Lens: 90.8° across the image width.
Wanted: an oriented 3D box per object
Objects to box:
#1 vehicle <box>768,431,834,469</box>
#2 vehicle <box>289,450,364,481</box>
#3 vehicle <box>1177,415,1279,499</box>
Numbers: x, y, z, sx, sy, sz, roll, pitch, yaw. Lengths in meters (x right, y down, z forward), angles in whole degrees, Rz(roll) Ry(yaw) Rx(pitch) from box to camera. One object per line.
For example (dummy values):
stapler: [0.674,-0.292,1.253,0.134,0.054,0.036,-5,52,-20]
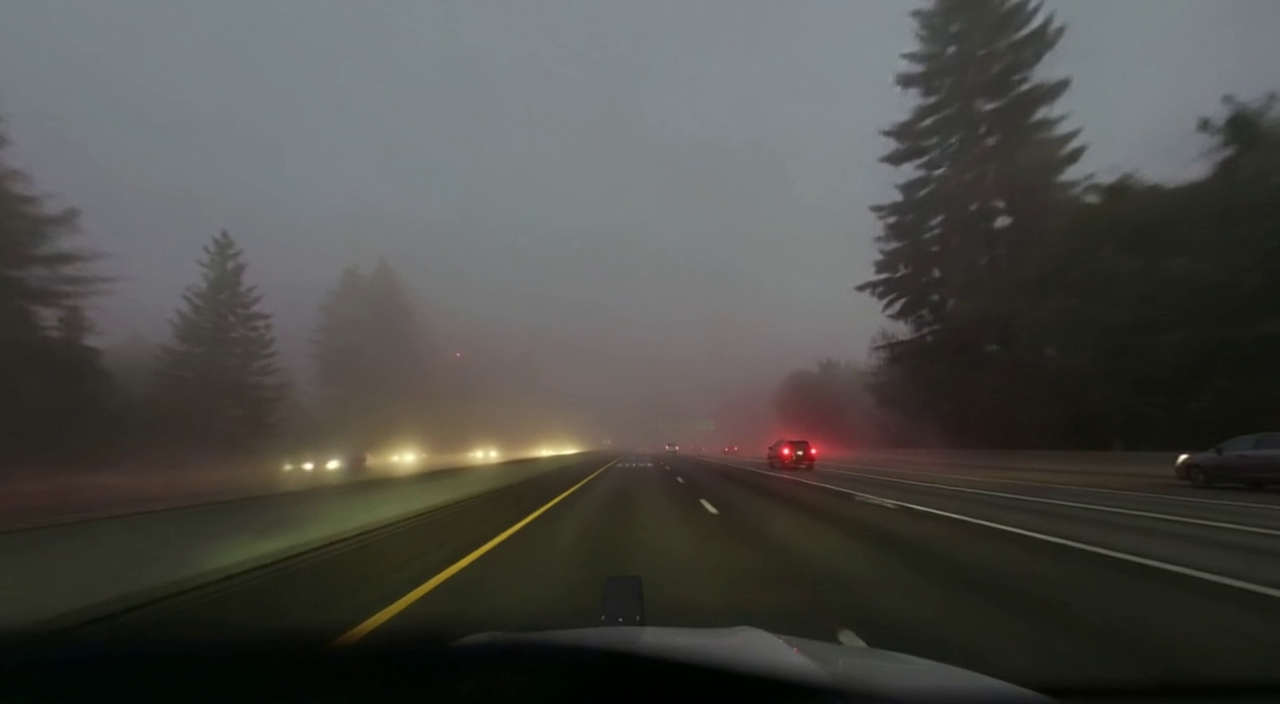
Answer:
vehicle: [8.333,5.142,33.199,2.098,1.820,4.505,0,-9,-2]
vehicle: [-17.040,6.165,34.583,1.835,1.496,4.318,1,-9,0]
vehicle: [14.143,2.191,13.163,1.957,1.709,4.387,0,-9,-1]
